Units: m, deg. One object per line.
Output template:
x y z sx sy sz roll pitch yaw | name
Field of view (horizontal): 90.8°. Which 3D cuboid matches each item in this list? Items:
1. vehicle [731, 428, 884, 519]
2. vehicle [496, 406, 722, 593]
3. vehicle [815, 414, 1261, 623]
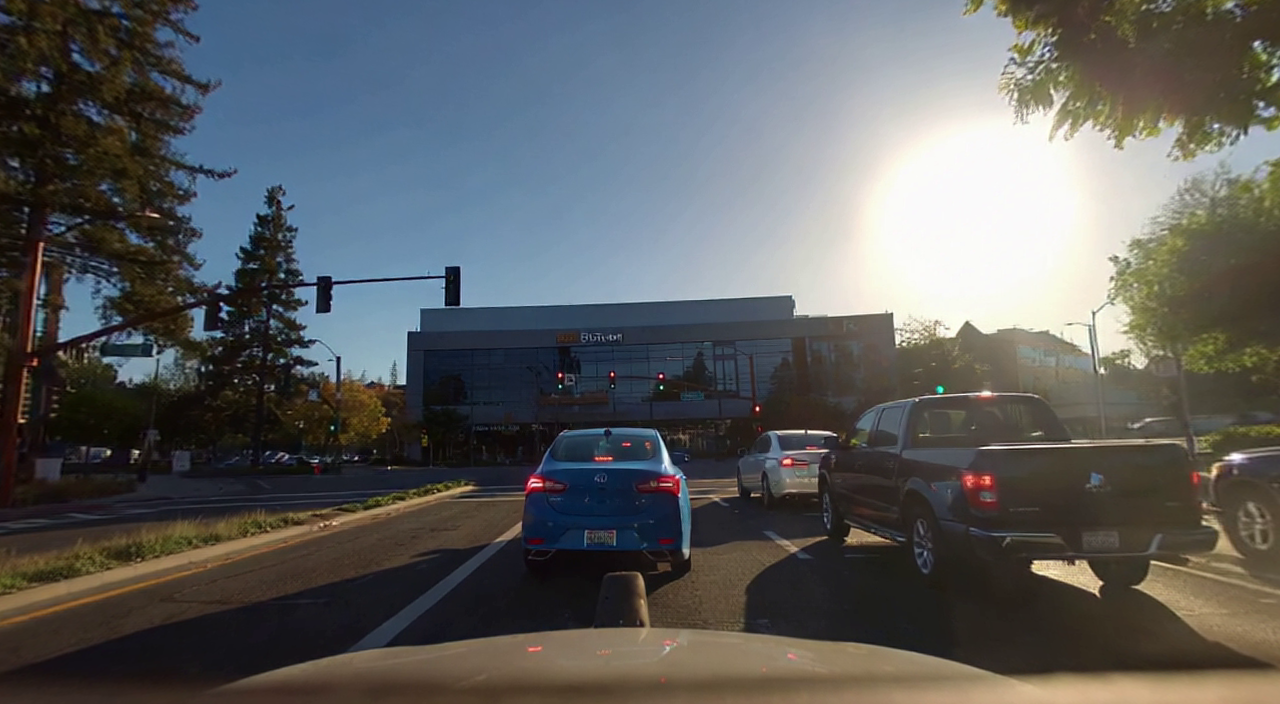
3.376 2.533 13.692 2.031 1.626 4.264 0 -9 -1 | vehicle
-0.278 1.615 7.637 2.037 1.674 3.693 0 -9 0 | vehicle
3.639 1.592 7.096 1.955 1.550 4.587 0 -9 -1 | vehicle
